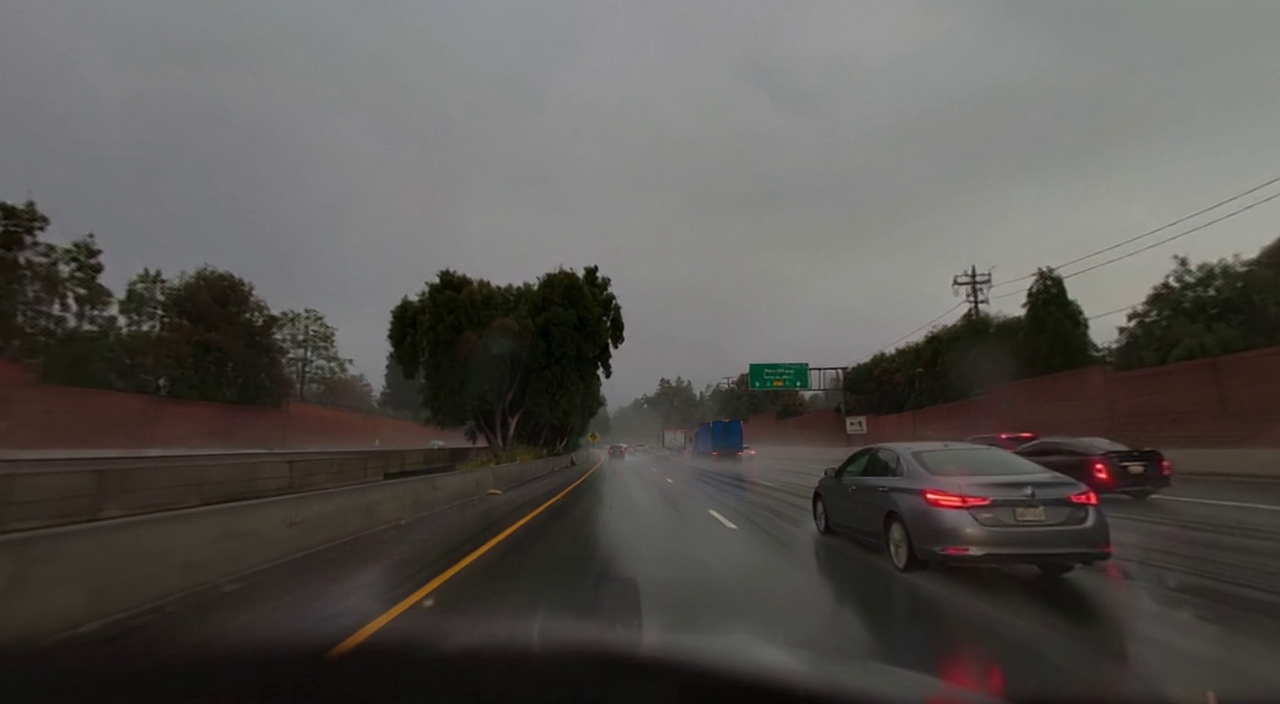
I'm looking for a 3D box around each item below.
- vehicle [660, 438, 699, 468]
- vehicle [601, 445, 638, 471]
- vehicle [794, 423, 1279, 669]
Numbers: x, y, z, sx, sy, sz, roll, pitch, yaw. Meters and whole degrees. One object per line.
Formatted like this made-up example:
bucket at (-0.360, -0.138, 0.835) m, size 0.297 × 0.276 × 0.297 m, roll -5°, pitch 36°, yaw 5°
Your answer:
vehicle at (2.608, 6.813, 42.768) m, size 2.114 × 1.849 × 4.692 m, roll 0°, pitch -9°, yaw -3°
vehicle at (-1.240, 6.243, 37.426) m, size 2.083 × 1.477 × 3.965 m, roll 0°, pitch -9°, yaw -3°
vehicle at (2.998, 1.489, 5.987) m, size 1.922 × 1.465 × 4.165 m, roll 0°, pitch -9°, yaw -2°
